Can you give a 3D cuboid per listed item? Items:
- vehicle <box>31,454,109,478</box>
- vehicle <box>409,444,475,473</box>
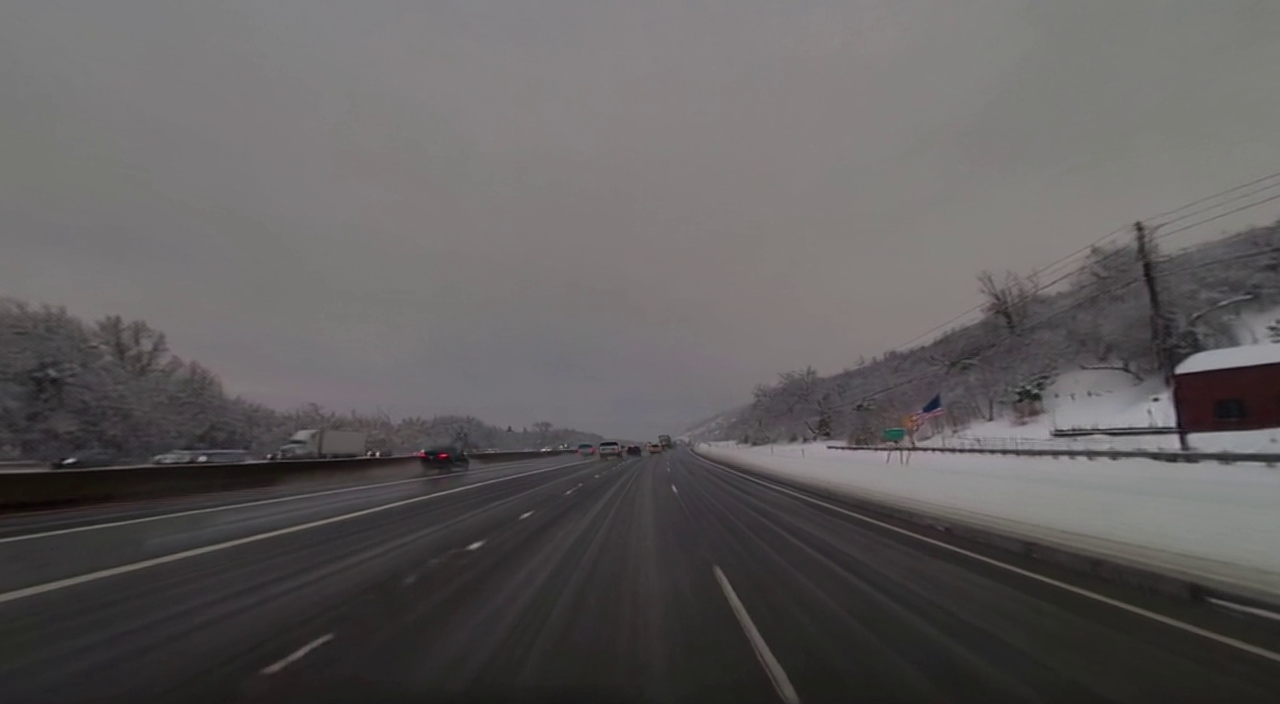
[{"bbox_3d":[-37.784,7.557,41.897,1.607,1.413,3.677,-1,-8,3],"label":"vehicle"},{"bbox_3d":[-10.517,5.682,33.853,1.927,1.454,4.395,-1,-8,3],"label":"vehicle"}]
